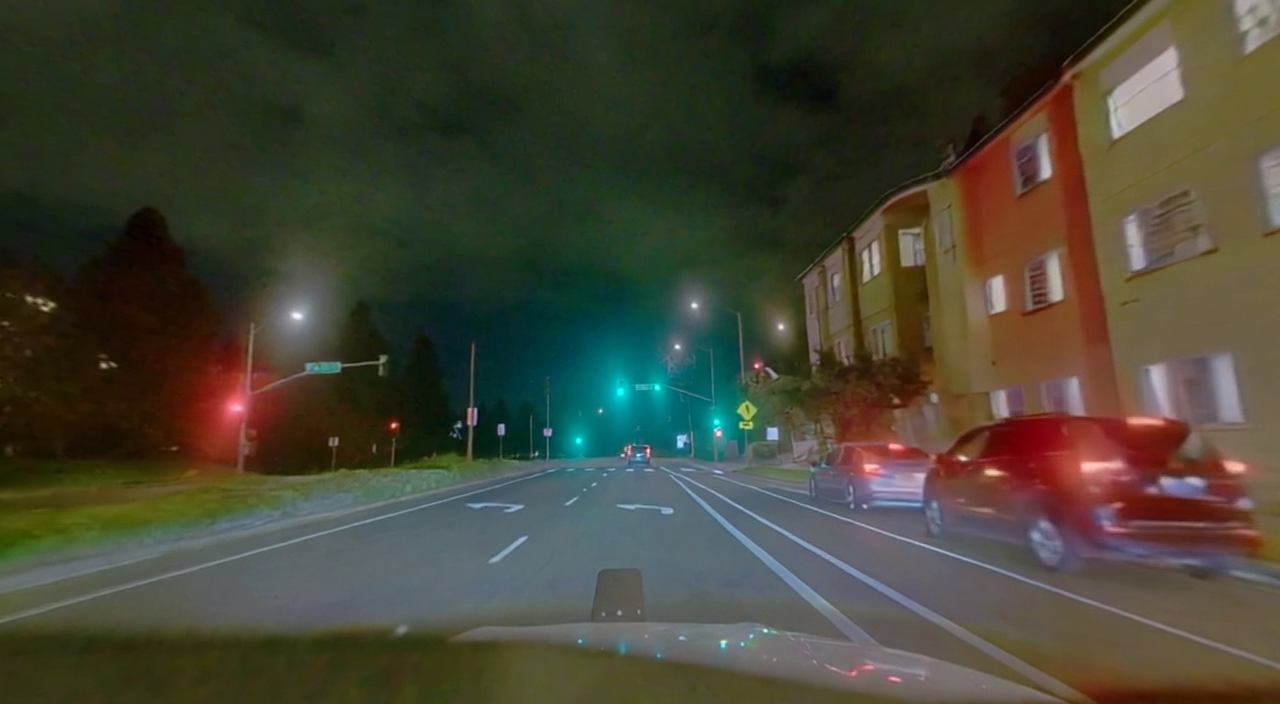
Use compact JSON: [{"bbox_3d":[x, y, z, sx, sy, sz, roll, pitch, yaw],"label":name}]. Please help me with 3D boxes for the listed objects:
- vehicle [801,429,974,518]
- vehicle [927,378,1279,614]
[{"bbox_3d":[5.482,2.789,14.880,2.070,1.710,4.964,1,-9,0],"label":"vehicle"},{"bbox_3d":[5.664,1.550,7.707,2.008,1.930,4.919,0,-9,1],"label":"vehicle"}]
